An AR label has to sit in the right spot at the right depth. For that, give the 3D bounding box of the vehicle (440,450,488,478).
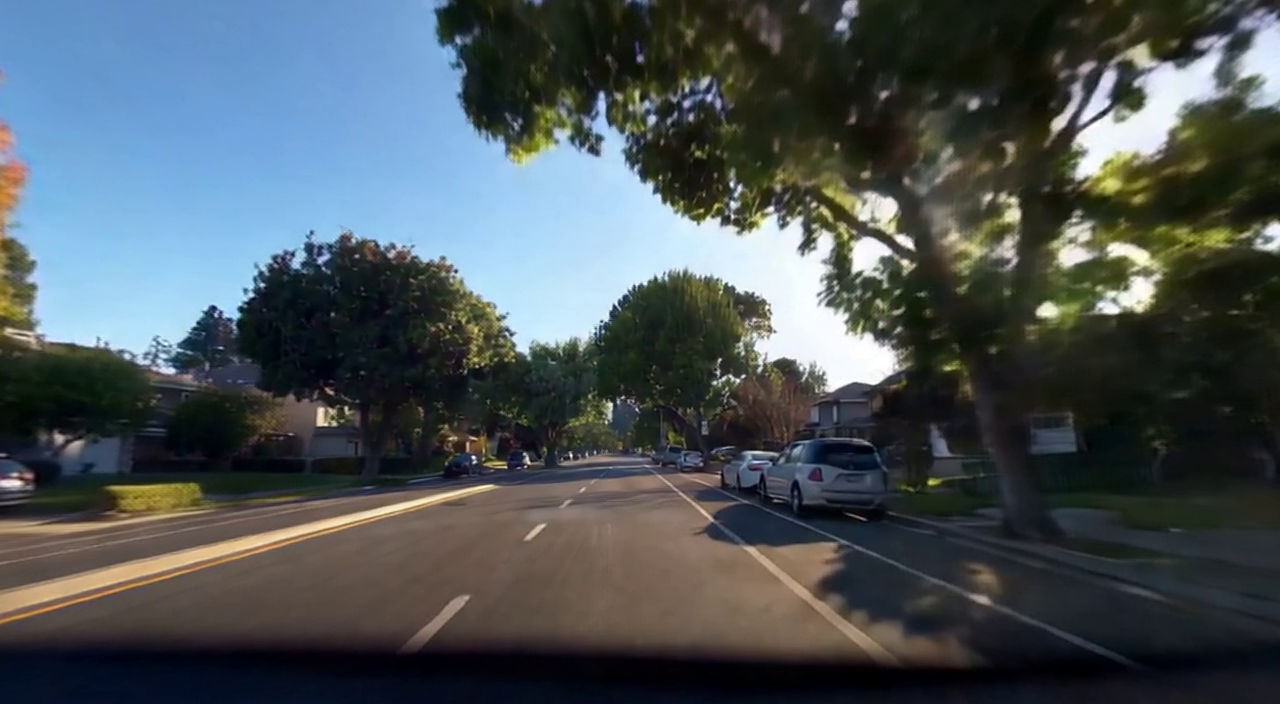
[{"bbox_3d":[-11.616,7.411,42.023,2.091,1.717,4.392,0,-9,-3],"label":"vehicle"}]

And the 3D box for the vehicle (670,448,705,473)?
[{"bbox_3d":[3.330,7.696,45.042,2.007,1.657,4.362,0,-9,-2],"label":"vehicle"}]

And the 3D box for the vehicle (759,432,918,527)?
[{"bbox_3d":[4.062,2.685,13.844,1.915,1.715,4.451,0,-9,-1],"label":"vehicle"}]

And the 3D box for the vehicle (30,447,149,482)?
[{"bbox_3d":[-29.259,5.977,33.695,4.330,1.760,2.044,0,-9,-1],"label":"vehicle"}]
